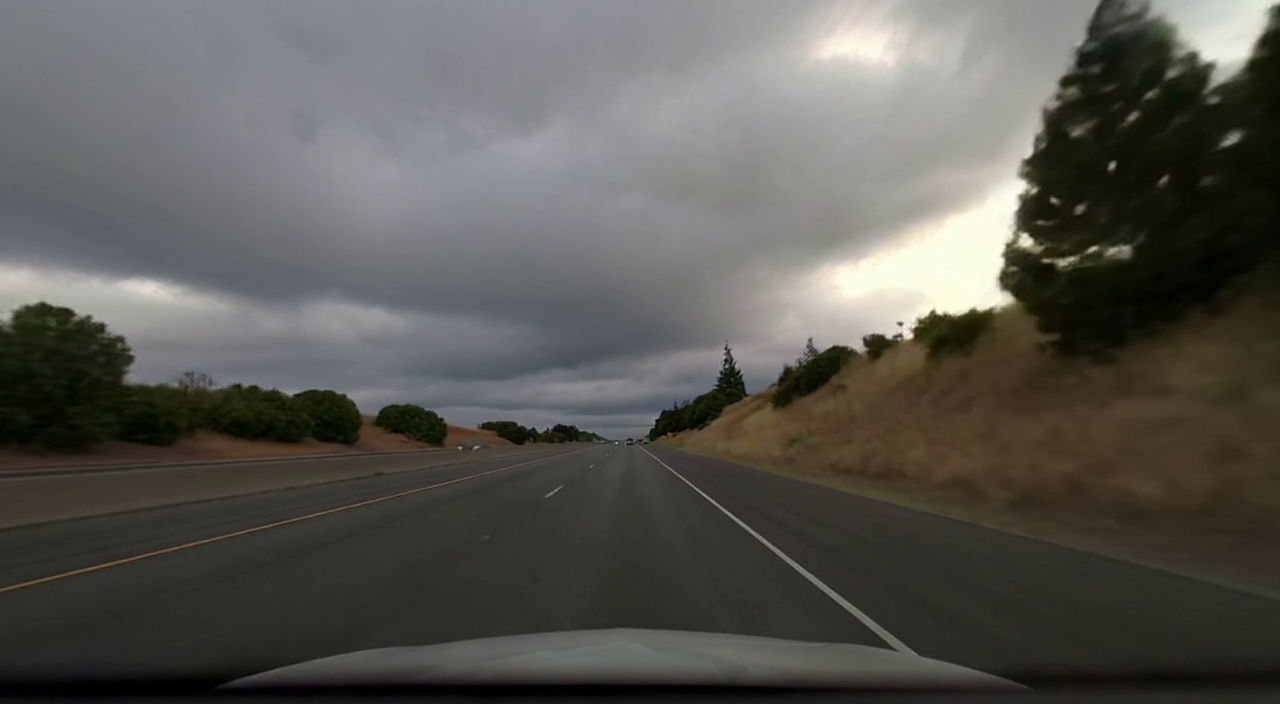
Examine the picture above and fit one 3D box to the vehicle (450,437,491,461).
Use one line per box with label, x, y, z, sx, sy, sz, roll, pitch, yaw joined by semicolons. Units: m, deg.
vehicle;-11.434;6.561;42.678;1.811;1.475;3.704;-1;-8;0
